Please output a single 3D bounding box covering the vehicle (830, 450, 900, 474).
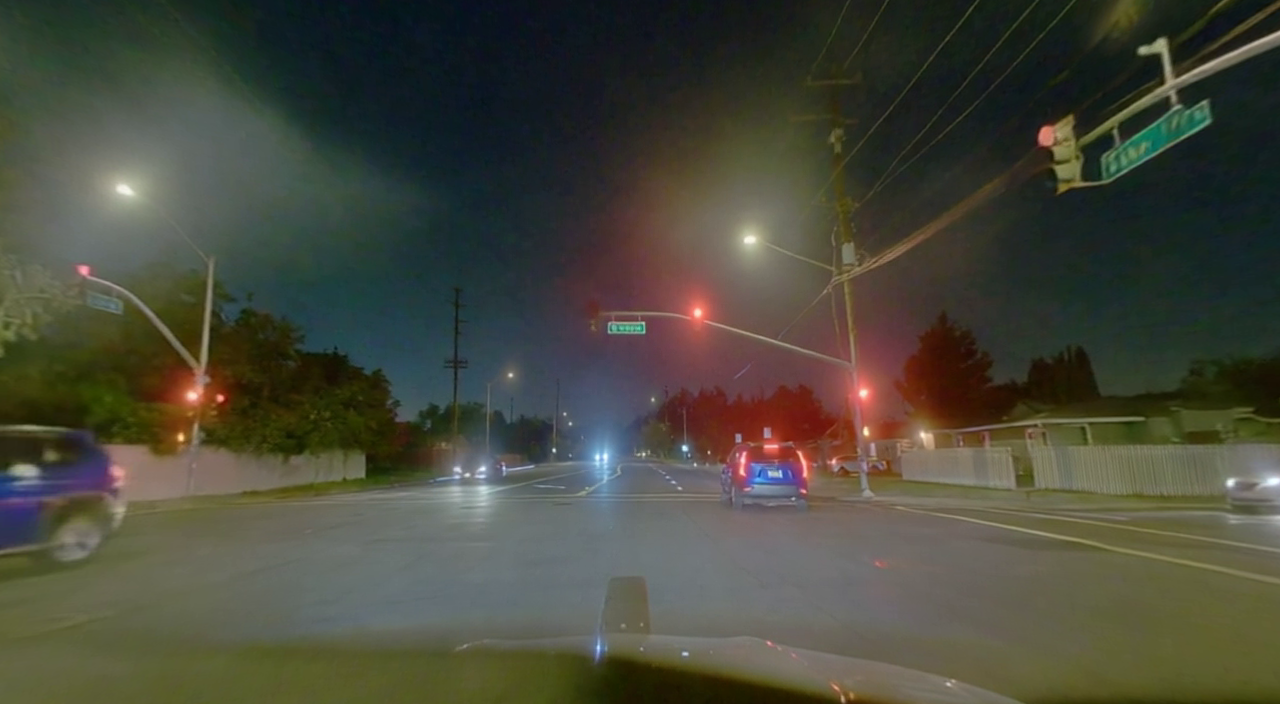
[{"bbox_3d":[15.579,7.643,43.835,4.135,1.558,1.929,0,-8,3],"label":"vehicle"}]

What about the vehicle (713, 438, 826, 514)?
[{"bbox_3d":[3.501,3.451,18.100,2.144,1.843,4.827,0,-9,-1],"label":"vehicle"}]

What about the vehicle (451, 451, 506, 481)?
[{"bbox_3d":[-10.072,7.116,39.699,2.241,1.620,4.511,-3,-9,1],"label":"vehicle"}]

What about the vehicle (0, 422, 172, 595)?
[{"bbox_3d":[-7.307,1.553,6.271,1.981,1.689,4.233,0,-9,1],"label":"vehicle"}]
